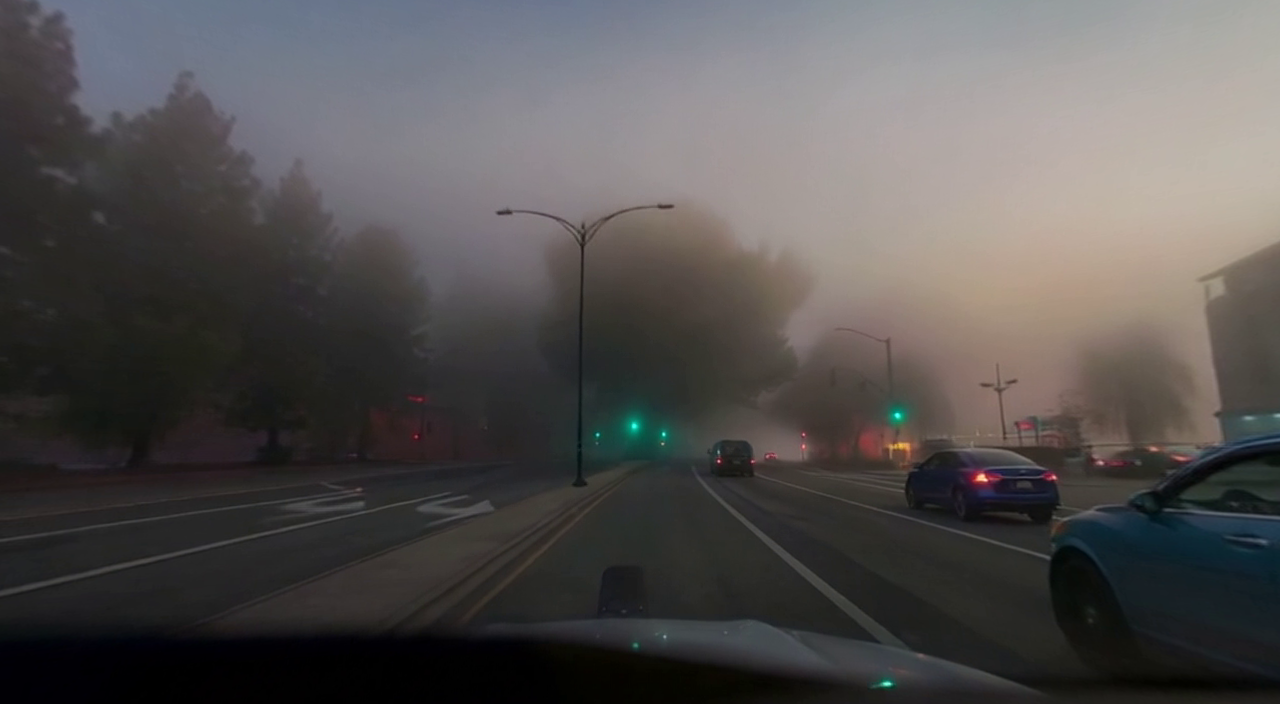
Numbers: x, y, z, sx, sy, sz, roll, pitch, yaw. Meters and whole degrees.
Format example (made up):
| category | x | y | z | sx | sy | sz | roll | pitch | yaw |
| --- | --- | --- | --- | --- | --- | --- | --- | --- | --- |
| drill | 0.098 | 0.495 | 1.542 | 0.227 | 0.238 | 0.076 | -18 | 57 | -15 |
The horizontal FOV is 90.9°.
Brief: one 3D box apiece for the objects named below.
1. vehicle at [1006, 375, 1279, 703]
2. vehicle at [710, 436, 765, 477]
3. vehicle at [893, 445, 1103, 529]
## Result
| category | x | y | z | sx | sy | sz | roll | pitch | yaw |
| --- | --- | --- | --- | --- | --- | --- | --- | --- | --- |
| vehicle | 3.462 | 0.877 | 2.246 | 1.901 | 1.634 | 3.952 | 0 | -9 | 0 |
| vehicle | 4.730 | 5.156 | 31.320 | 2.154 | 1.844 | 4.634 | -1 | -9 | 3 |
| vehicle | 7.413 | 2.788 | 13.728 | 1.899 | 1.496 | 4.559 | 0 | -9 | 0 |
